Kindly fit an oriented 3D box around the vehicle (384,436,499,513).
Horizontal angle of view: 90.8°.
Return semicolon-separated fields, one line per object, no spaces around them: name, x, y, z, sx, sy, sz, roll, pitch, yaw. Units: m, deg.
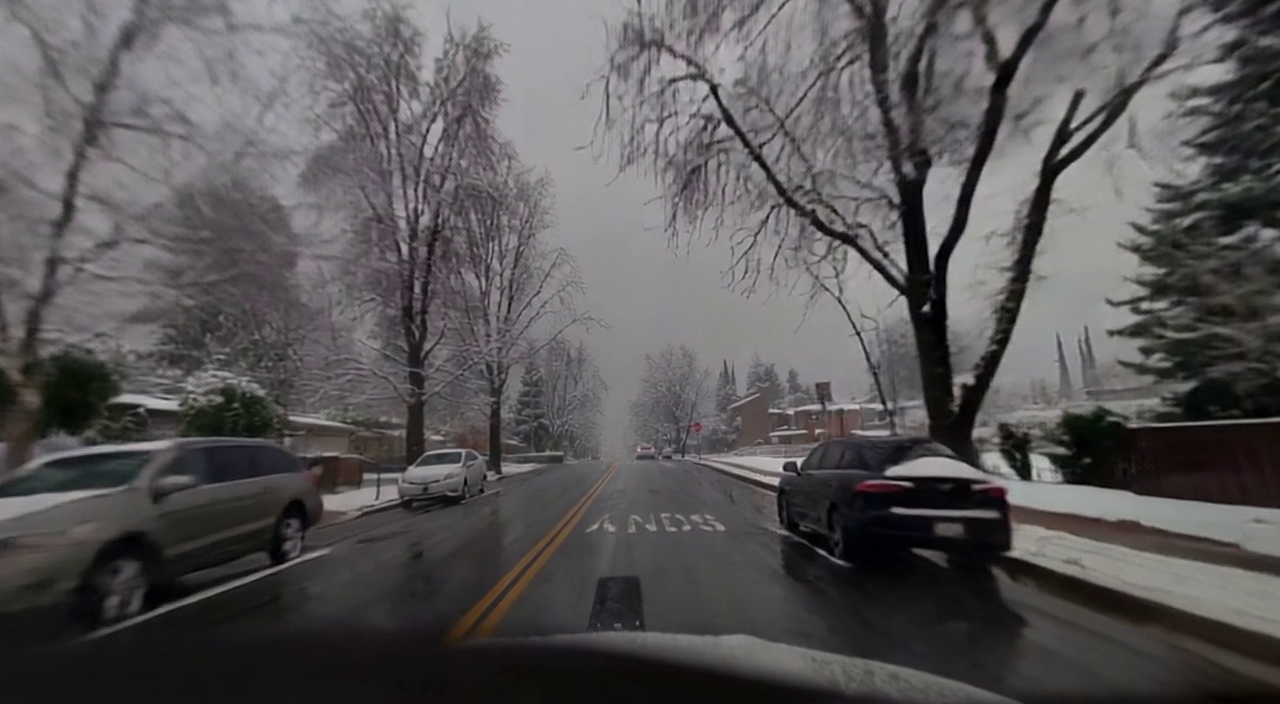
vehicle;-5.812;3.566;19.072;2.027;1.803;4.306;-4;-6;0

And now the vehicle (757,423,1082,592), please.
vehicle;2.994;1.758;8.062;2.047;1.532;4.350;0;-8;-2

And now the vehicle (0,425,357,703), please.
vehicle;-5.416;1.829;6.967;2.155;1.907;5.100;-1;-8;1

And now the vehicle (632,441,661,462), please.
vehicle;0.430;7.299;46.320;2.022;1.481;4.050;0;-8;-1
